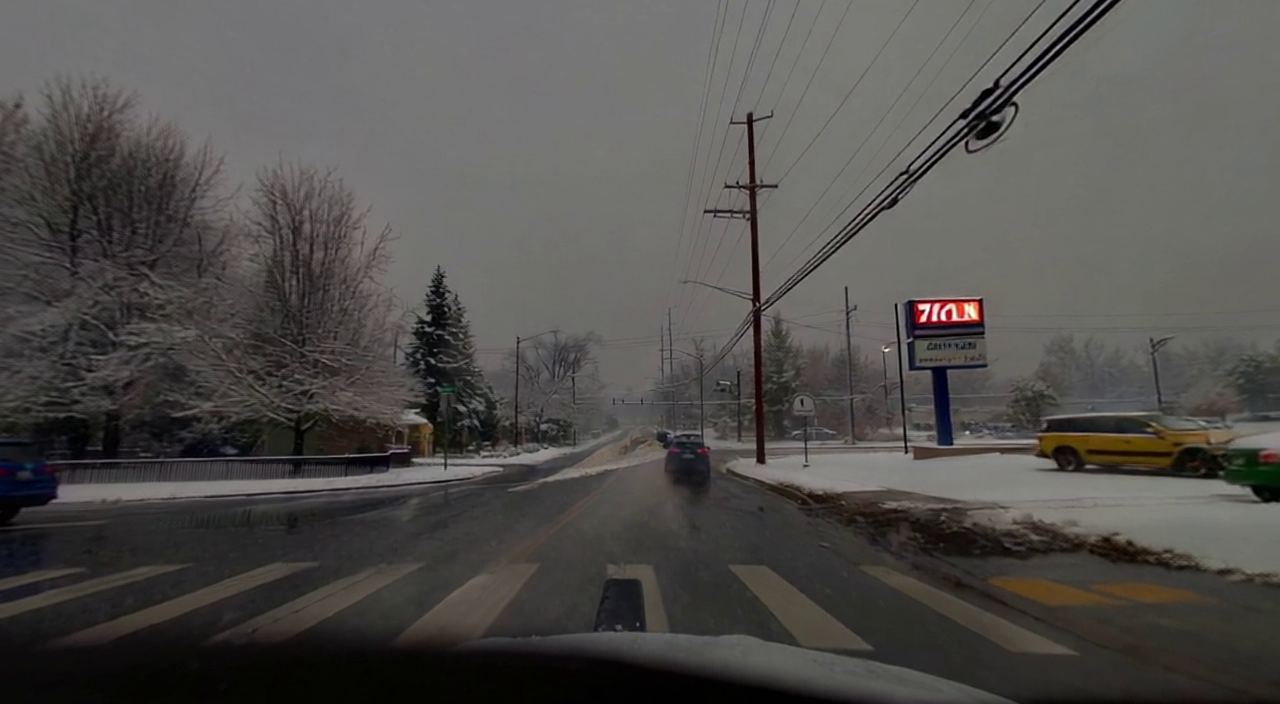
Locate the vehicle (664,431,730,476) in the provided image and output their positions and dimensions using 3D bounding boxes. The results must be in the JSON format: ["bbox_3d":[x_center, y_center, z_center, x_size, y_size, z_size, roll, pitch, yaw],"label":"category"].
[{"bbox_3d":[2.524,4.702,29.558,2.553,1.868,5.536,0,-8,0],"label":"vehicle"}]

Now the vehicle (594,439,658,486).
[{"bbox_3d":[-0.566,3.693,21.425,1.874,1.427,3.976,1,-8,-5],"label":"vehicle"}]
